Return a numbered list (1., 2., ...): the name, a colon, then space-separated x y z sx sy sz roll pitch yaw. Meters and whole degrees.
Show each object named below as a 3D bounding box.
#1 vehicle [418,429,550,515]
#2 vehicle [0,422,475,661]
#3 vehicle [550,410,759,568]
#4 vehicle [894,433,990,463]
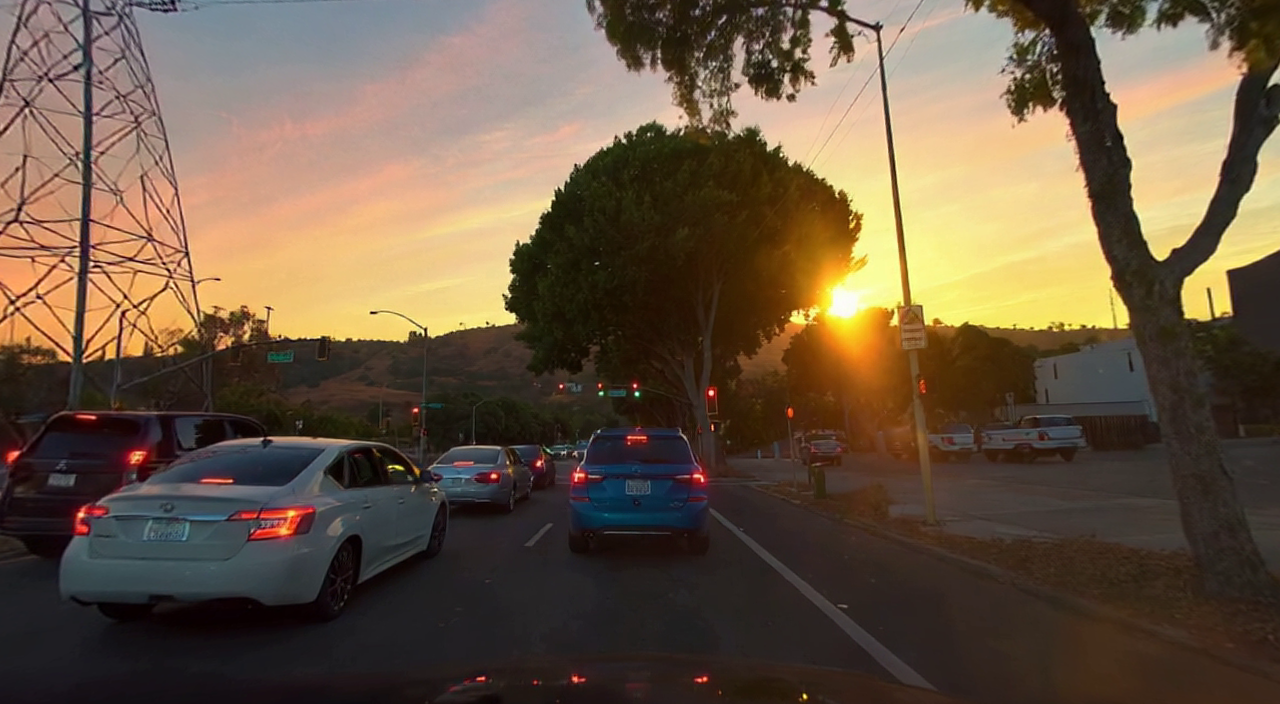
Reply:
1. vehicle: -3.265 2.579 14.038 1.997 1.636 3.760 0 -8 -1
2. vehicle: -3.171 1.517 6.255 1.973 1.469 4.448 0 -8 -1
3. vehicle: 0.087 1.775 8.943 2.239 1.661 4.224 0 -8 -2
4. vehicle: 15.098 4.809 31.718 3.858 1.437 1.899 0 -8 -4
